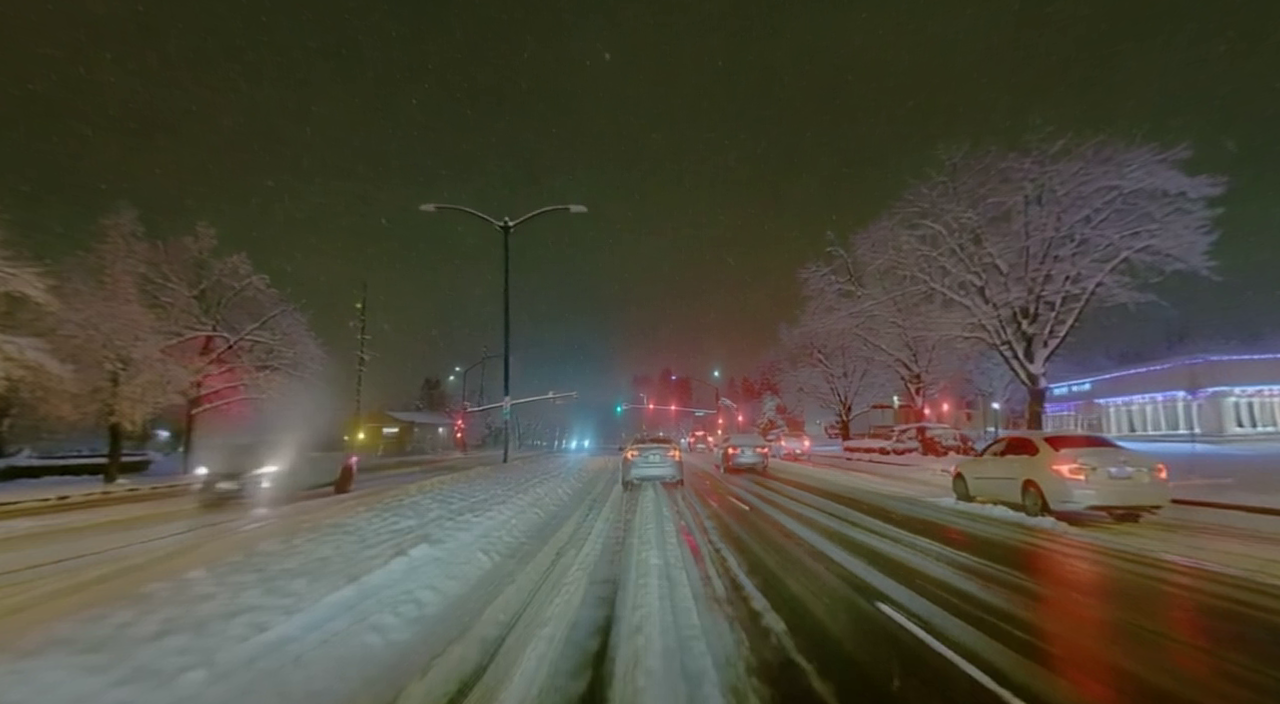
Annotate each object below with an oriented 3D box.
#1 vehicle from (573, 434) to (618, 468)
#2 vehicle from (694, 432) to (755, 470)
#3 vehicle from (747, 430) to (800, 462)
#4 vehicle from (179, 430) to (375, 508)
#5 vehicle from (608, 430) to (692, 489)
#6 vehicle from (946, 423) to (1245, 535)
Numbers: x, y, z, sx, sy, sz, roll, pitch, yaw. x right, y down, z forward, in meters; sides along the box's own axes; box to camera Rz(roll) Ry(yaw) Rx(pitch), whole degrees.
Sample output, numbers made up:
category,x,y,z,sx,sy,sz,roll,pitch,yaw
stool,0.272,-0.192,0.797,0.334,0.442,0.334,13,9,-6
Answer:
category,x,y,z,sx,sy,sz,roll,pitch,yaw
vehicle,-2.115,4.623,29.571,1.938,1.472,4.399,1,-8,-4
vehicle,3.592,4.304,27.562,1.988,1.528,4.144,0,-8,-1
vehicle,7.588,5.399,36.188,2.044,1.701,4.397,0,-8,0
vehicle,-8.468,2.755,15.317,2.044,1.610,4.463,0,-8,1
vehicle,0.283,3.006,17.843,2.096,1.473,3.893,0,-8,1
vehicle,7.326,2.064,10.889,1.892,1.515,4.400,0,-8,0
